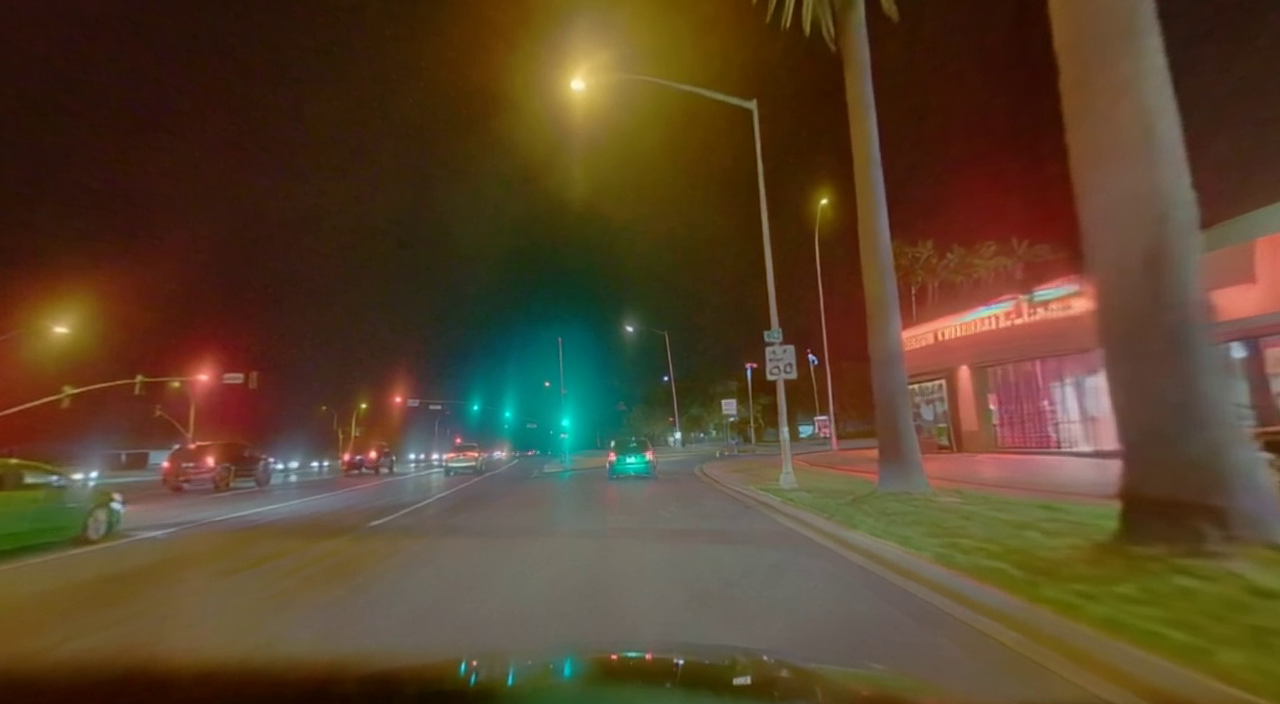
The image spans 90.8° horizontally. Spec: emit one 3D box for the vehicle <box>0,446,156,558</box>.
[{"bbox_3d":[-9.490,2.077,8.944,1.958,1.455,4.504,1,-9,-4],"label":"vehicle"}]

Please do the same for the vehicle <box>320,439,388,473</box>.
[{"bbox_3d":[-15.705,5.729,34.956,2.020,1.709,4.343,1,-9,-6],"label":"vehicle"}]

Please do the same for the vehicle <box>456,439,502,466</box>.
[{"bbox_3d":[-9.387,5.899,37.137,1.912,1.487,4.471,1,-9,-5],"label":"vehicle"}]

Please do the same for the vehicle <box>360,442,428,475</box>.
[{"bbox_3d":[-11.865,5.131,30.738,1.905,1.482,4.463,1,-9,-6],"label":"vehicle"}]

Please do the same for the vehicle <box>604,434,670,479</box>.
[{"bbox_3d":[0.006,3.891,23.662,2.070,1.493,4.570,-1,-9,4],"label":"vehicle"}]
